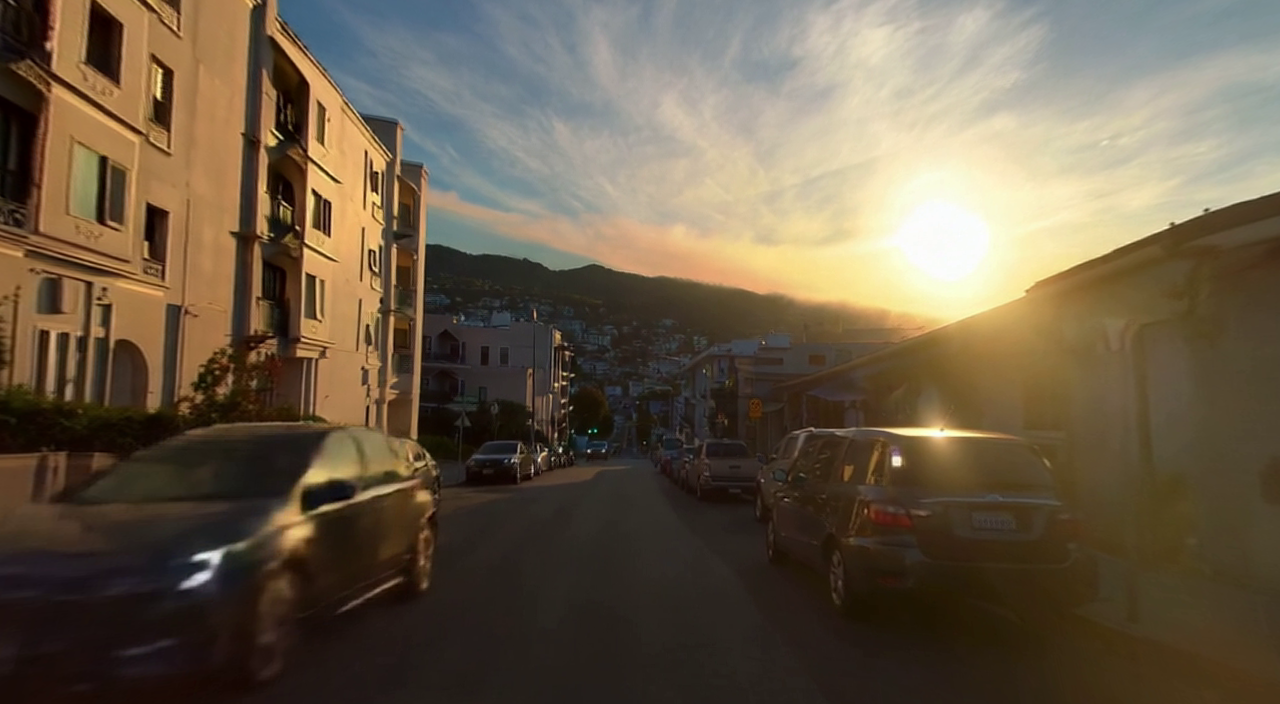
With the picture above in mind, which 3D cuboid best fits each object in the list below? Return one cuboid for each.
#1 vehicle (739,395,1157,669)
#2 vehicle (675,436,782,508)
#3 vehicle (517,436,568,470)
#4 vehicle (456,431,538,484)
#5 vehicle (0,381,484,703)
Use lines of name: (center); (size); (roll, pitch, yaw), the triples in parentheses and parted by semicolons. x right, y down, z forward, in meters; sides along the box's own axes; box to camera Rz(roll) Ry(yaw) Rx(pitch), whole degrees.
vehicle: (2.229, 1.378, 5.932); (1.839, 1.678, 3.918); (0, -8, -2)
vehicle: (1.954, 2.771, 15.184); (1.786, 1.447, 4.314); (0, -8, -2)
vehicle: (-4.881, 5.148, 32.129); (1.872, 1.484, 3.978); (5, -9, 0)
vehicle: (-4.921, 3.719, 22.300); (1.942, 1.521, 3.761); (5, -9, 0)
vehicle: (-2.522, 1.122, 4.230); (1.845, 1.544, 3.388); (-1, -8, 4)
